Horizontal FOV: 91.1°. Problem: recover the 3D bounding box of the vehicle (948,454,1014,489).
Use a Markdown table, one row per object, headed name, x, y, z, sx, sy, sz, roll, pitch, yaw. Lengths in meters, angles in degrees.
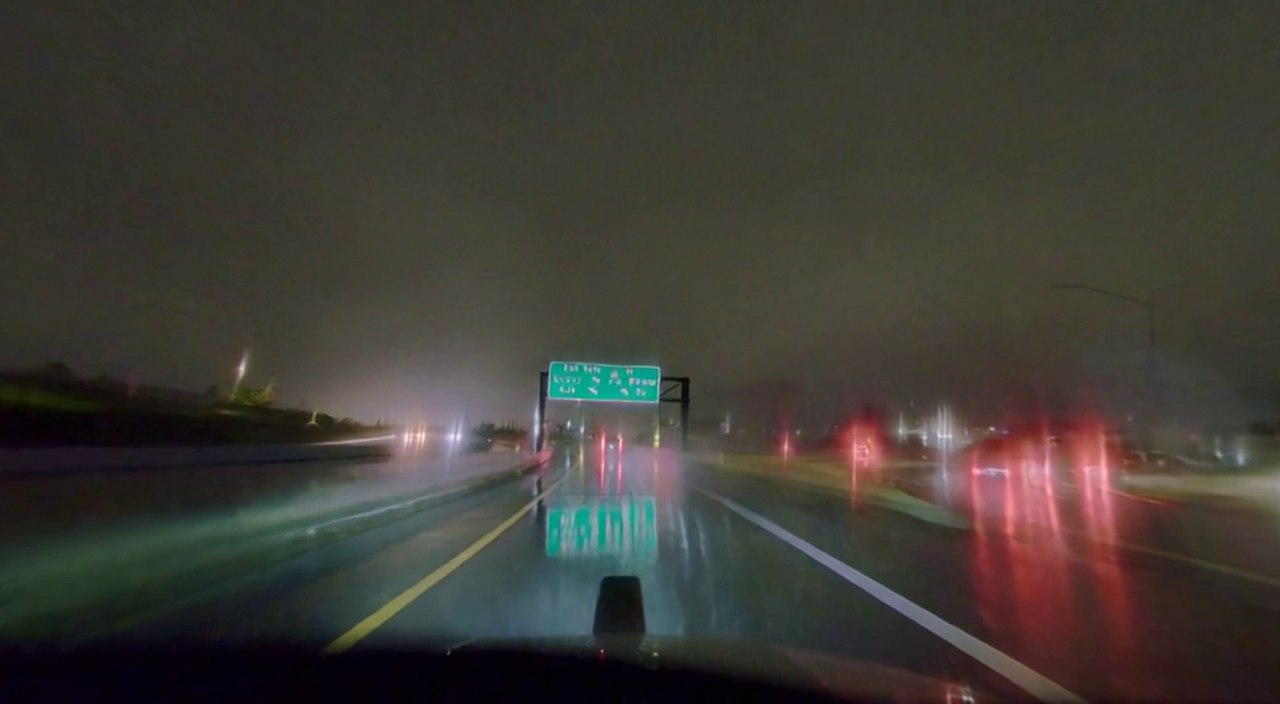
| name | x | y | z | sx | sy | sz | roll | pitch | yaw |
| --- | --- | --- | --- | --- | --- | --- | --- | --- | --- |
| vehicle | 15.930 | 5.566 | 29.557 | 2.129 | 1.444 | 3.649 | -4 | -9 | 19 |
